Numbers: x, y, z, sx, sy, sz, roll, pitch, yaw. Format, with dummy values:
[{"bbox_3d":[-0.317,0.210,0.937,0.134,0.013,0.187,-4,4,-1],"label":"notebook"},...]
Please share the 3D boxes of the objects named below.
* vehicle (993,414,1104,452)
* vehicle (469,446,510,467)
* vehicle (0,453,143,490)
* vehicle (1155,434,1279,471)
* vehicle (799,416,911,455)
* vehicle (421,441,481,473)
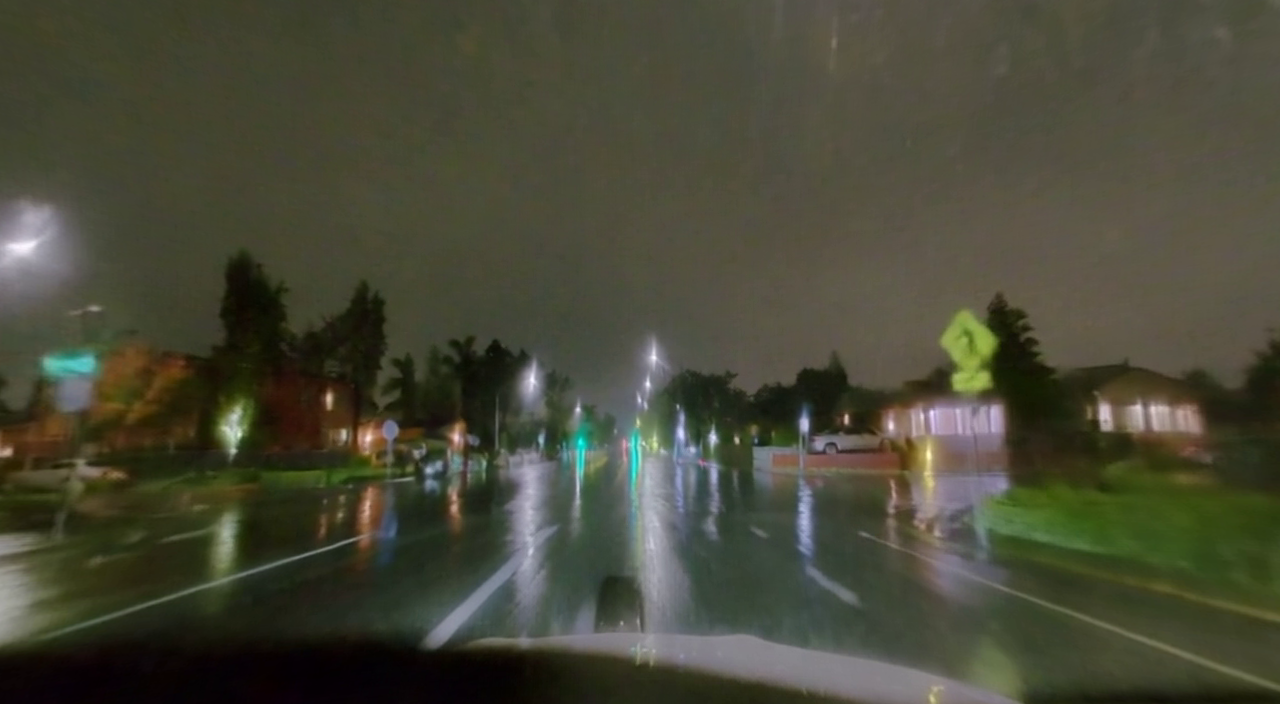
[{"bbox_3d":[23.071,4.623,35.829,4.831,2.013,2.082,1,-9,-1],"label":"vehicle"},{"bbox_3d":[-10.779,7.494,45.456,1.948,1.410,4.361,1,-9,-1],"label":"vehicle"},{"bbox_3d":[-24.518,5.130,27.287,4.197,1.431,2.165,0,-9,0],"label":"vehicle"},{"bbox_3d":[24.069,4.167,26.140,4.281,1.413,1.823,2,-9,-10],"label":"vehicle"},{"bbox_3d":[13.536,5.386,40.125,6.244,2.050,2.209,-9,-14,38],"label":"vehicle"},{"bbox_3d":[-10.974,6.143,37.070,2.037,1.755,4.434,0,-9,1],"label":"vehicle"}]
